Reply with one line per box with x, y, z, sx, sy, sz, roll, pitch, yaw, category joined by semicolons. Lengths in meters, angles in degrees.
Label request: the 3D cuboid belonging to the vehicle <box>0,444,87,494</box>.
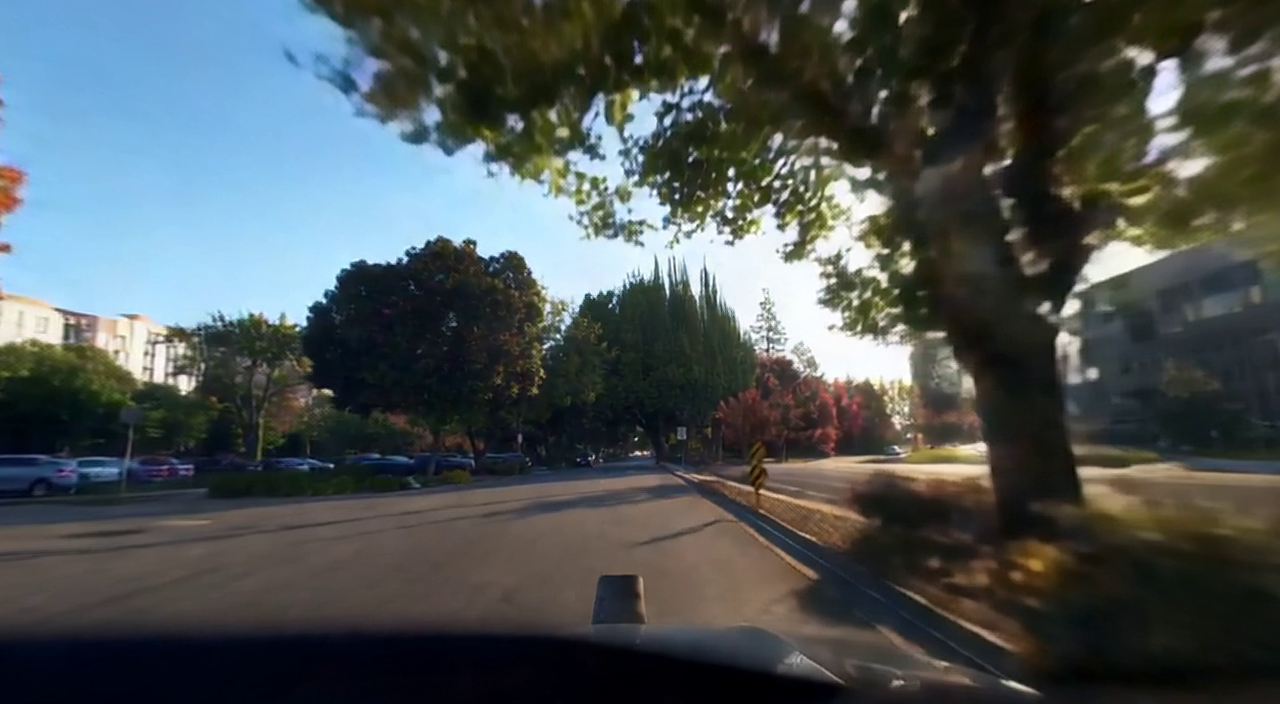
-26.321;4.791;25.977;4.615;1.930;2.381;0;-9;-2;vehicle

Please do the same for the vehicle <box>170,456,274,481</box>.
-26.697;7.451;40.321;5.024;1.494;2.242;0;-9;1;vehicle

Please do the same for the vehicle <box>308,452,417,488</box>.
-13.737;5.843;31.342;4.422;1.694;2.026;0;-9;1;vehicle
